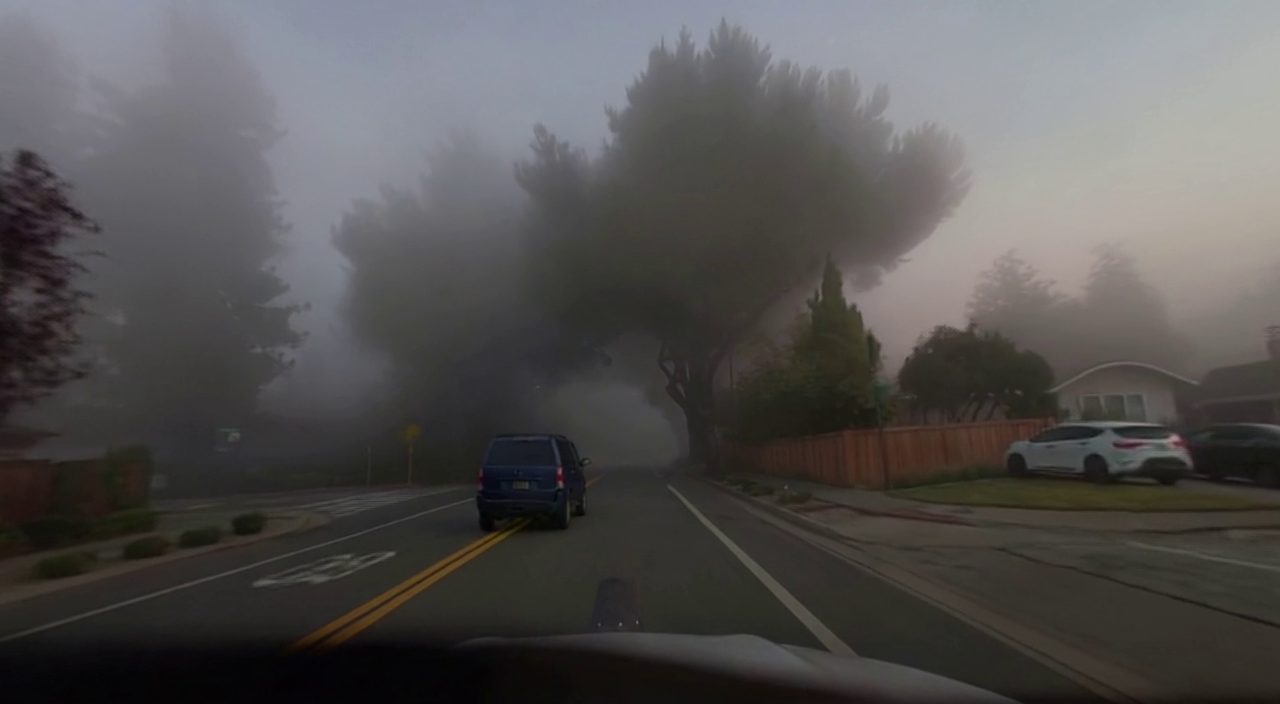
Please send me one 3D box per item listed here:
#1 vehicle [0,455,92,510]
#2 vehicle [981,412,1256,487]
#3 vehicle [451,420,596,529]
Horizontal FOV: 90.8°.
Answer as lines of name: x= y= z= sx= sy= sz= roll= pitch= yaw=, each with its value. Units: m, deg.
vehicle: x=-22.267 y=4.538 z=22.116 sx=4.177 sy=1.792 sz=2.166 roll=5 pitch=-10 yaw=-31
vehicle: x=9.449 y=2.008 z=13.136 sx=1.922 sy=1.263 sz=4.664 roll=1 pitch=-9 yaw=-3
vehicle: x=-2.359 y=2.657 z=14.272 sx=2.210 sy=2.023 sz=4.663 roll=0 pitch=-9 yaw=2
